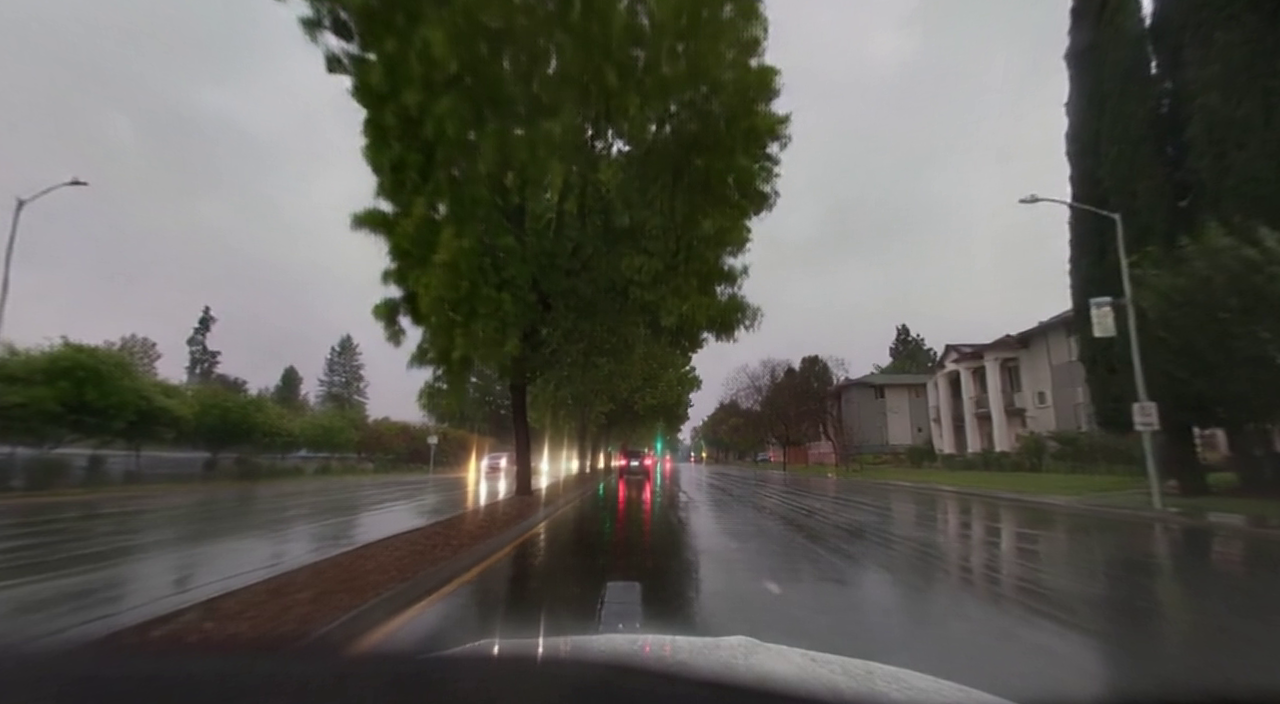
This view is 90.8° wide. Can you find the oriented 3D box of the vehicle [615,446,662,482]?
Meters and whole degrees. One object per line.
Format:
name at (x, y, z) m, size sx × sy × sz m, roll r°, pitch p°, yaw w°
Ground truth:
vehicle at (-0.017, 5.342, 30.444) m, size 2.093 × 1.591 × 4.247 m, roll 0°, pitch -9°, yaw 1°
